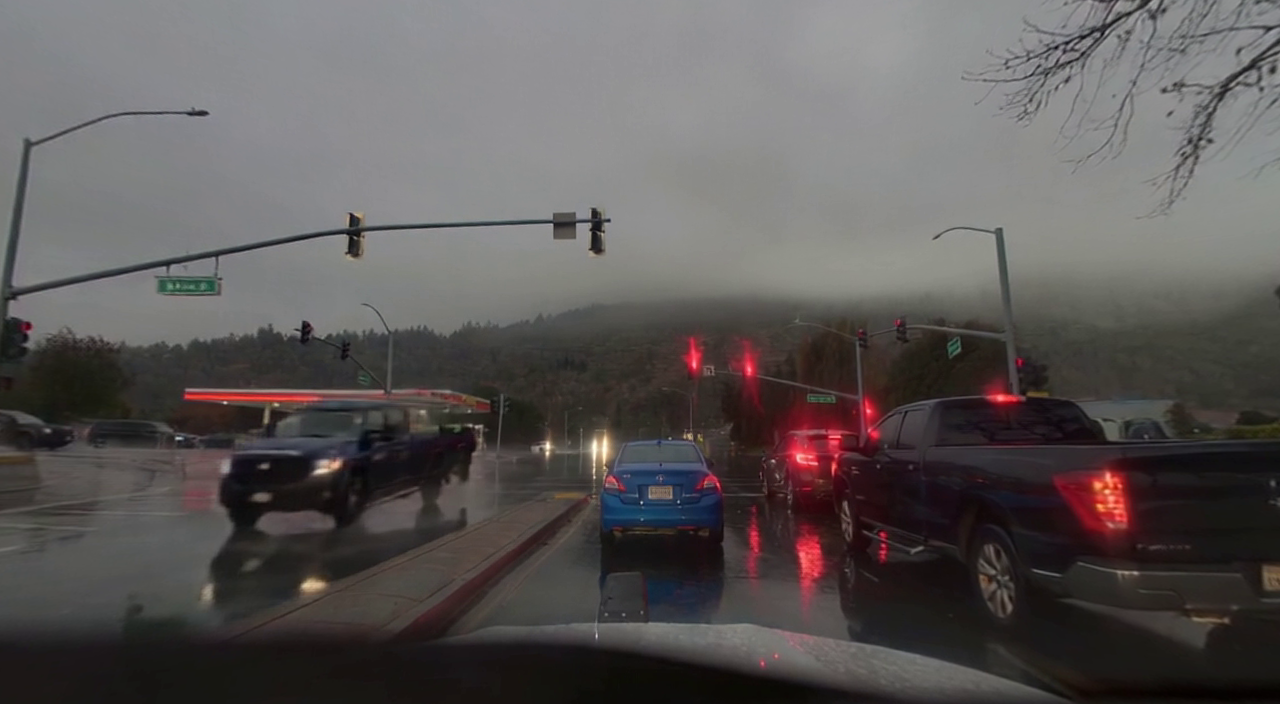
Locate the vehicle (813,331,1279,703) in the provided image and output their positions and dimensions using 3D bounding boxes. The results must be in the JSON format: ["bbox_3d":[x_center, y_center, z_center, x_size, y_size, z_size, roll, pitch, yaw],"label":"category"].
[{"bbox_3d":[3.585,1.279,5.746,2.277,1.871,6.143,0,-8,0],"label":"vehicle"}]

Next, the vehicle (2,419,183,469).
[{"bbox_3d":[-19.704,3.334,22.858,4.742,1.720,2.107,-1,-8,5],"label":"vehicle"}]

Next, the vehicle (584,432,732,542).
[{"bbox_3d":[0.252,2.140,10.653,2.027,1.494,3.824,0,-8,0],"label":"vehicle"}]

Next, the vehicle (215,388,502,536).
[{"bbox_3d":[-4.745,2.011,12.090,2.615,2.031,5.638,2,-8,3],"label":"vehicle"}]
